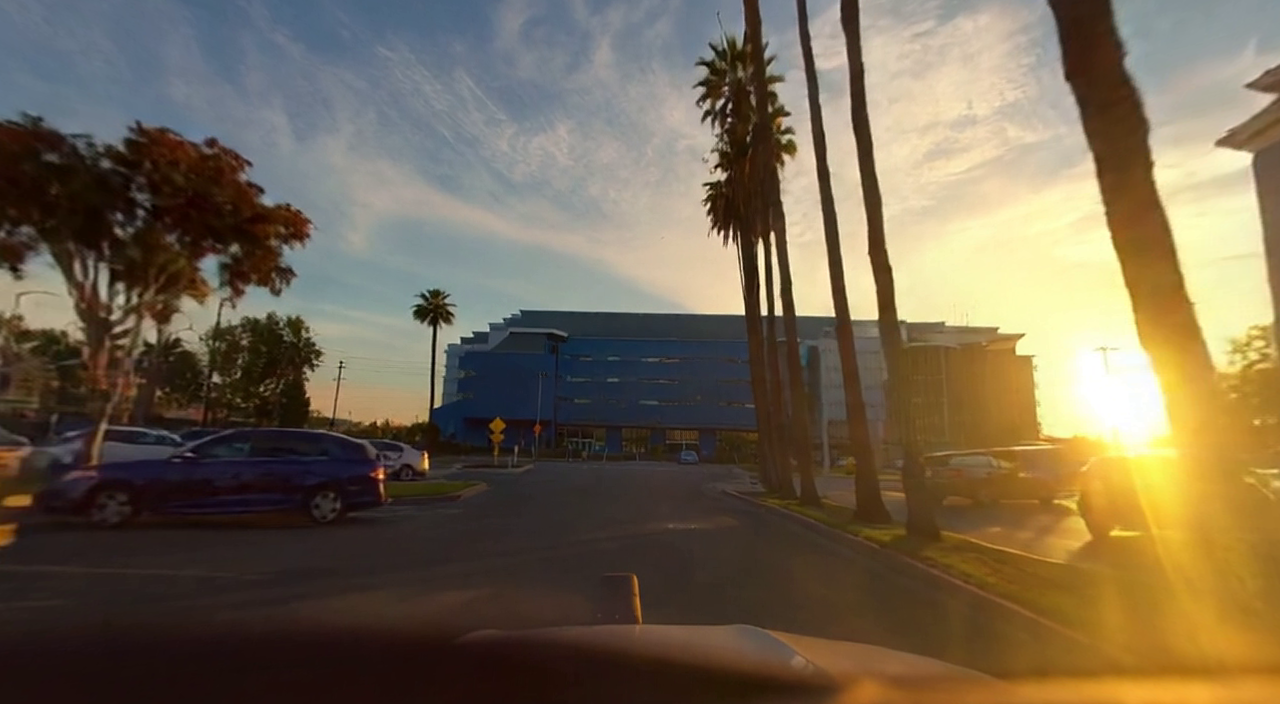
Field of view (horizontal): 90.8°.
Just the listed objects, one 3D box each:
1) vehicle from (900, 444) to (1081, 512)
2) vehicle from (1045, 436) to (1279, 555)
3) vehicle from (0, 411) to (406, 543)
[{"bbox_3d":[9.598,3.367,17.258,4.651,1.610,2.157,6,-11,-30],"label":"vehicle"},{"bbox_3d":[9.987,2.525,11.636,4.758,1.759,2.068,6,-11,-28],"label":"vehicle"},{"bbox_3d":[-6.058,1.726,9.234,4.542,1.483,2.174,5,-10,-31],"label":"vehicle"}]
